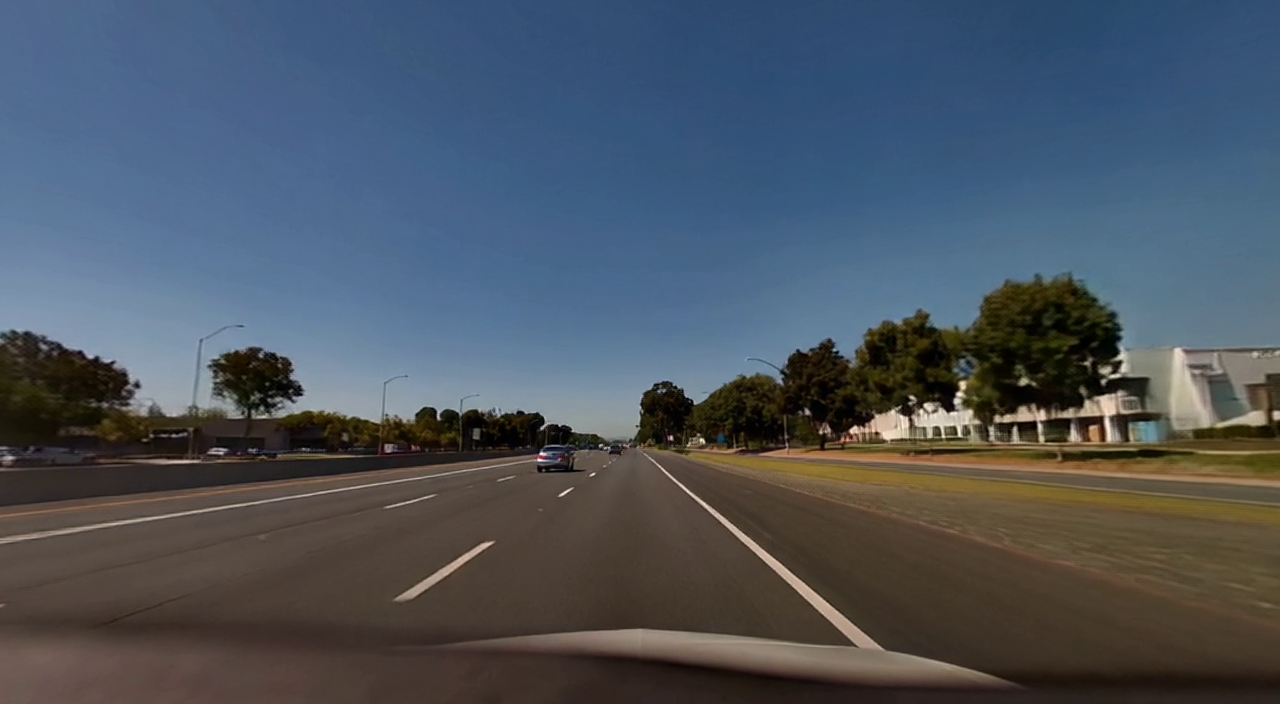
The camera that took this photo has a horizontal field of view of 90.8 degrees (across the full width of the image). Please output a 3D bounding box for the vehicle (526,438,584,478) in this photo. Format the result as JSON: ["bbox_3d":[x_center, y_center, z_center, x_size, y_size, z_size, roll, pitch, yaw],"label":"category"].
[{"bbox_3d":[-4.061,5.128,30.938,2.150,1.761,4.697,0,-8,1],"label":"vehicle"}]
